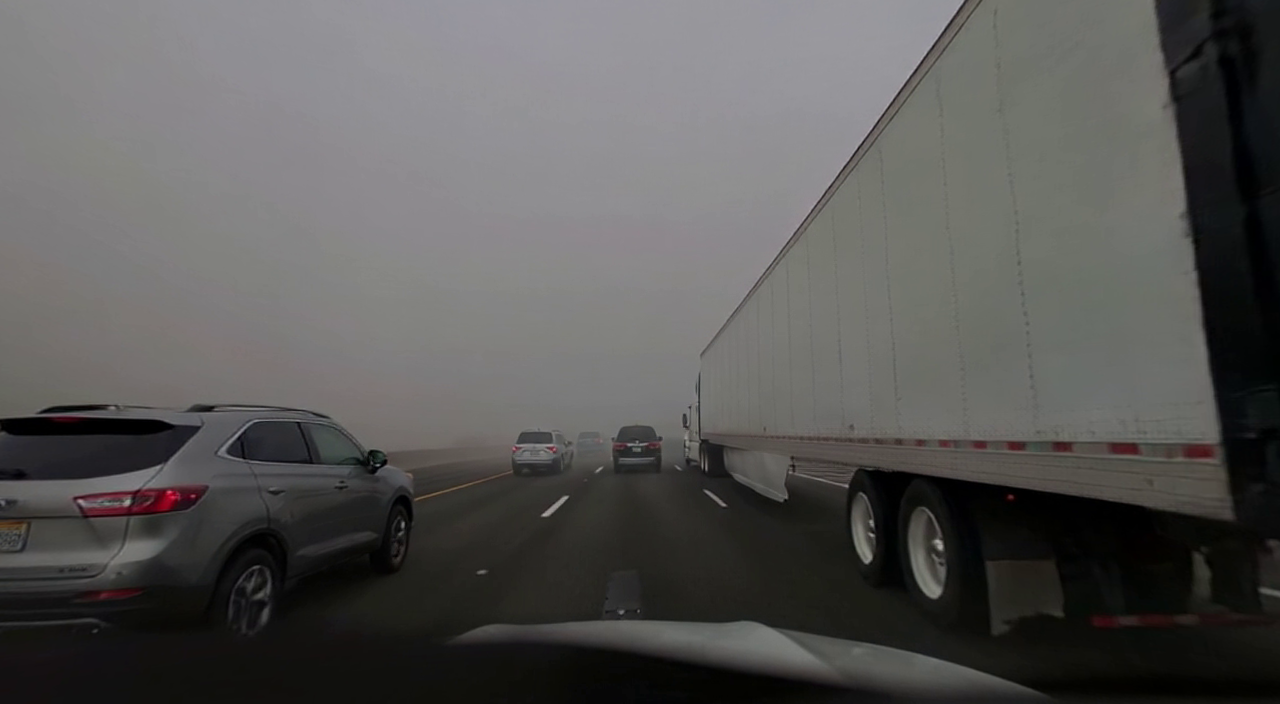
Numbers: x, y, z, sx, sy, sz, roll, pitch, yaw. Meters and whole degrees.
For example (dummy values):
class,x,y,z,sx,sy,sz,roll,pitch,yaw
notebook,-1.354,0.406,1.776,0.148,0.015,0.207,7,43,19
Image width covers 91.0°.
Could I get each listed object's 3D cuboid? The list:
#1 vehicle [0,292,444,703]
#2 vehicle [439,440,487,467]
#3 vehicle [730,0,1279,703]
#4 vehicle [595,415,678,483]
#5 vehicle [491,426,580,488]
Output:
class,x,y,z,sx,sy,sz,roll,pitch,yaw
vehicle,-3.274,1.042,4.414,2.193,1.803,4.958,0,-8,0
vehicle,-11.345,6.527,40.619,1.888,1.600,4.345,0,-9,-1
vehicle,3.607,0.192,6.739,2.852,4.121,16.210,0,-8,0
vehicle,-0.123,3.600,23.589,2.704,2.216,5.804,0,-8,0
vehicle,-3.310,3.463,21.013,2.120,1.812,4.659,0,-8,1
